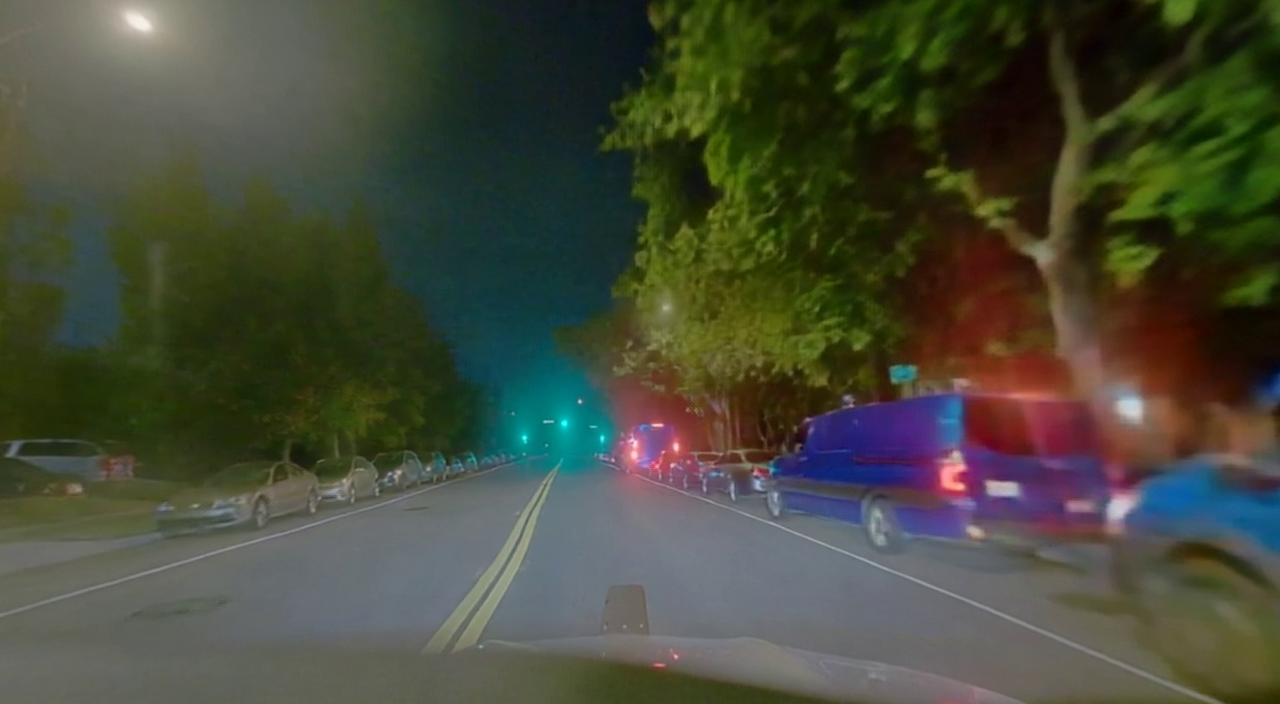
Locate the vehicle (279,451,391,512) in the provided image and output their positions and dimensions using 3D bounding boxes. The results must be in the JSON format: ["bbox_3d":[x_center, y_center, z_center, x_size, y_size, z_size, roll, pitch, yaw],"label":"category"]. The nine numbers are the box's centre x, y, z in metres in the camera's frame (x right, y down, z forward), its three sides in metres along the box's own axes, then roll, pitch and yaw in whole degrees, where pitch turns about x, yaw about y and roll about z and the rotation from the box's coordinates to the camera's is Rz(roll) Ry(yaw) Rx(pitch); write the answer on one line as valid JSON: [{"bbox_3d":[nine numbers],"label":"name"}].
[{"bbox_3d":[-8.823,3.718,18.614,1.775,1.433,4.011,-1,-8,-8],"label":"vehicle"}]

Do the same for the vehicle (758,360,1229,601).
[{"bbox_3d":[3.669,1.579,8.766,2.309,2.035,6.647,0,-9,-4],"label":"vehicle"}]

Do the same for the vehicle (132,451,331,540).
[{"bbox_3d":[-8.331,2.891,13.412,1.950,1.489,4.214,0,-9,-9],"label":"vehicle"}]

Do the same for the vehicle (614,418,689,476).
[{"bbox_3d":[0.458,5.316,35.411,3.089,2.882,6.770,1,-9,-9],"label":"vehicle"}]

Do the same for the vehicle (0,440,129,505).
[{"bbox_3d":[-17.606,3.387,17.790,4.422,1.689,2.021,0,-9,-6],"label":"vehicle"}]
